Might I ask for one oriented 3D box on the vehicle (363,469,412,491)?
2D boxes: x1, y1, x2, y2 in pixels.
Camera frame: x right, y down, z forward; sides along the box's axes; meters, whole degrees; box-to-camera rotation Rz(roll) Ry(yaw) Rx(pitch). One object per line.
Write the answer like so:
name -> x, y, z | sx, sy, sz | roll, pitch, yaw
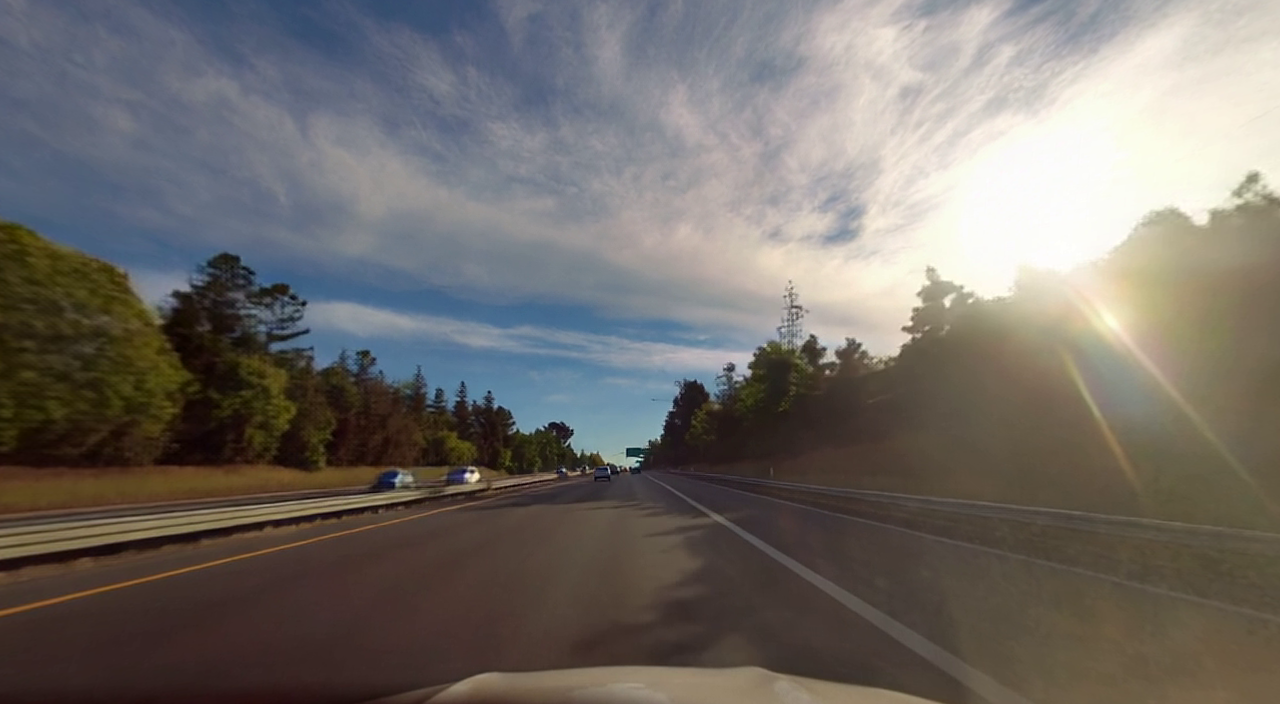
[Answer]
vehicle -> -17.408, 8.822, 43.627 | 1.750, 1.441, 3.702 | 1, -10, 1
